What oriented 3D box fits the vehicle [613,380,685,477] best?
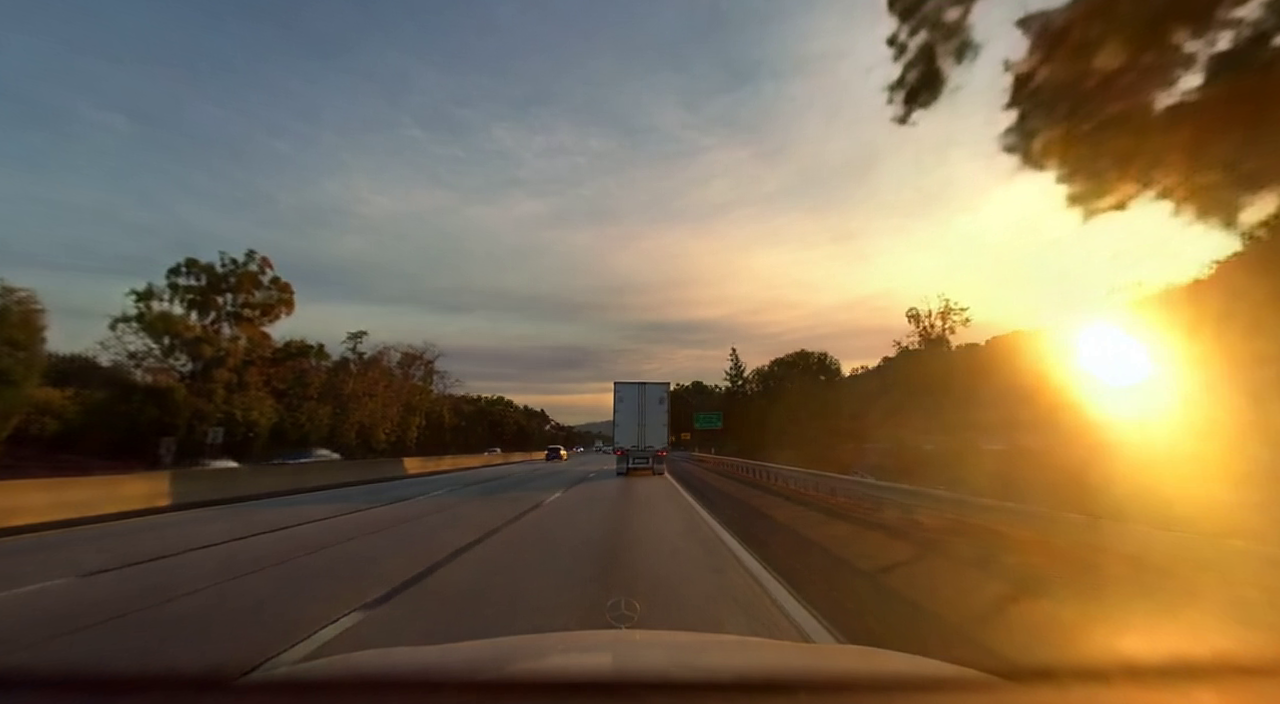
[{"bbox_3d":[0.285,4.091,32.483,3.052,4.132,11.336,0,-9,-1],"label":"vehicle"}]

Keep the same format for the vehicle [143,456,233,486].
[{"bbox_3d":[-26.002,6.826,36.435,1.868,1.561,4.500,0,-9,0],"label":"vehicle"}]

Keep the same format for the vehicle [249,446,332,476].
[{"bbox_3d":[-21.716,6.785,39.451,2.091,1.723,5.323,0,-9,0],"label":"vehicle"}]
